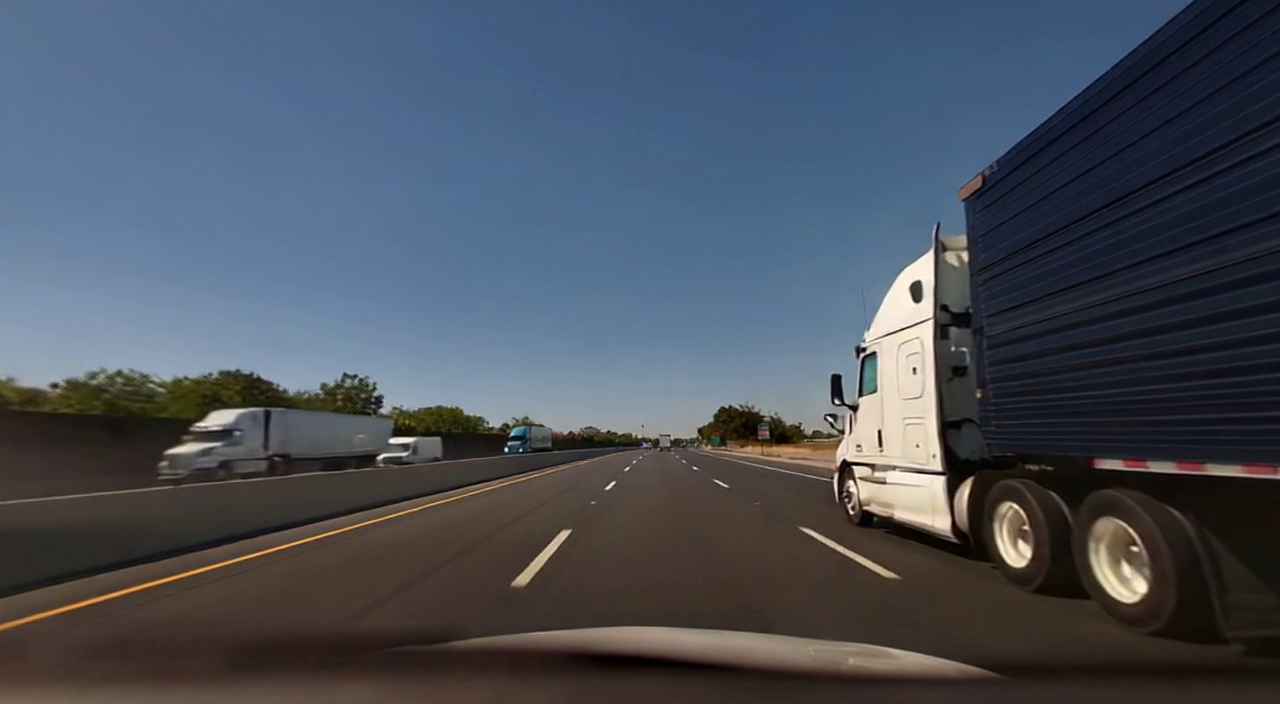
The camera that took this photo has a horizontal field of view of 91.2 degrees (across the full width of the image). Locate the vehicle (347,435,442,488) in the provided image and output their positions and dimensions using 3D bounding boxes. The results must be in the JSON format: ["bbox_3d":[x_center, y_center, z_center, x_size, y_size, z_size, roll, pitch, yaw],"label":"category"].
[{"bbox_3d":[-13.788,6.199,35.904,2.385,2.707,6.855,-1,-9,2],"label":"vehicle"}]

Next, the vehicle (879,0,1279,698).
[{"bbox_3d":[4.813,-0.581,1.058,2.908,4.075,15.065,0,-9,0],"label":"vehicle"}]

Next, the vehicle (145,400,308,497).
[{"bbox_3d":[-20.231,4.819,31.408,3.408,4.286,6.704,0,-9,0],"label":"vehicle"}]
